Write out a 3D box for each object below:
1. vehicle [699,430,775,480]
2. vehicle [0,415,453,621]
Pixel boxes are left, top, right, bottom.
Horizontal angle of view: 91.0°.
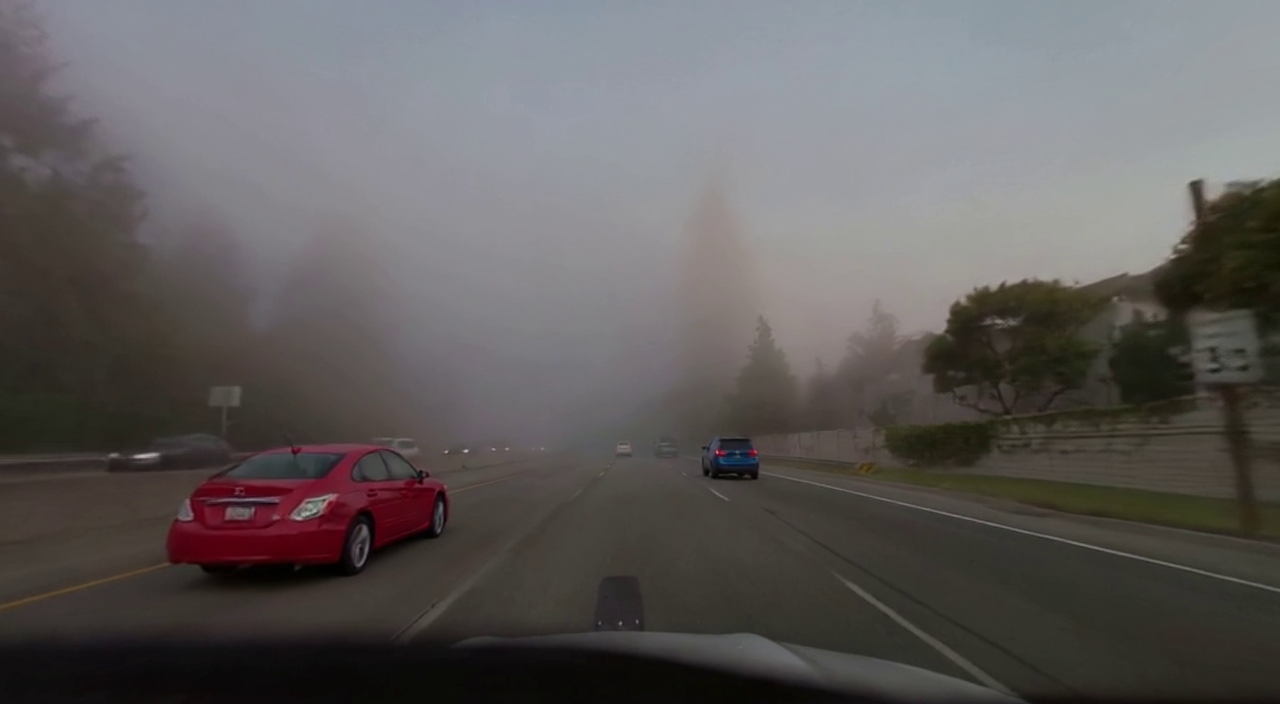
[{"bbox_3d":[3.539,3.844,23.791,2.092,1.686,4.188,0,-8,-2],"label":"vehicle"},{"bbox_3d":[-3.775,1.577,7.001,2.036,1.528,4.400,0,-8,0],"label":"vehicle"}]
